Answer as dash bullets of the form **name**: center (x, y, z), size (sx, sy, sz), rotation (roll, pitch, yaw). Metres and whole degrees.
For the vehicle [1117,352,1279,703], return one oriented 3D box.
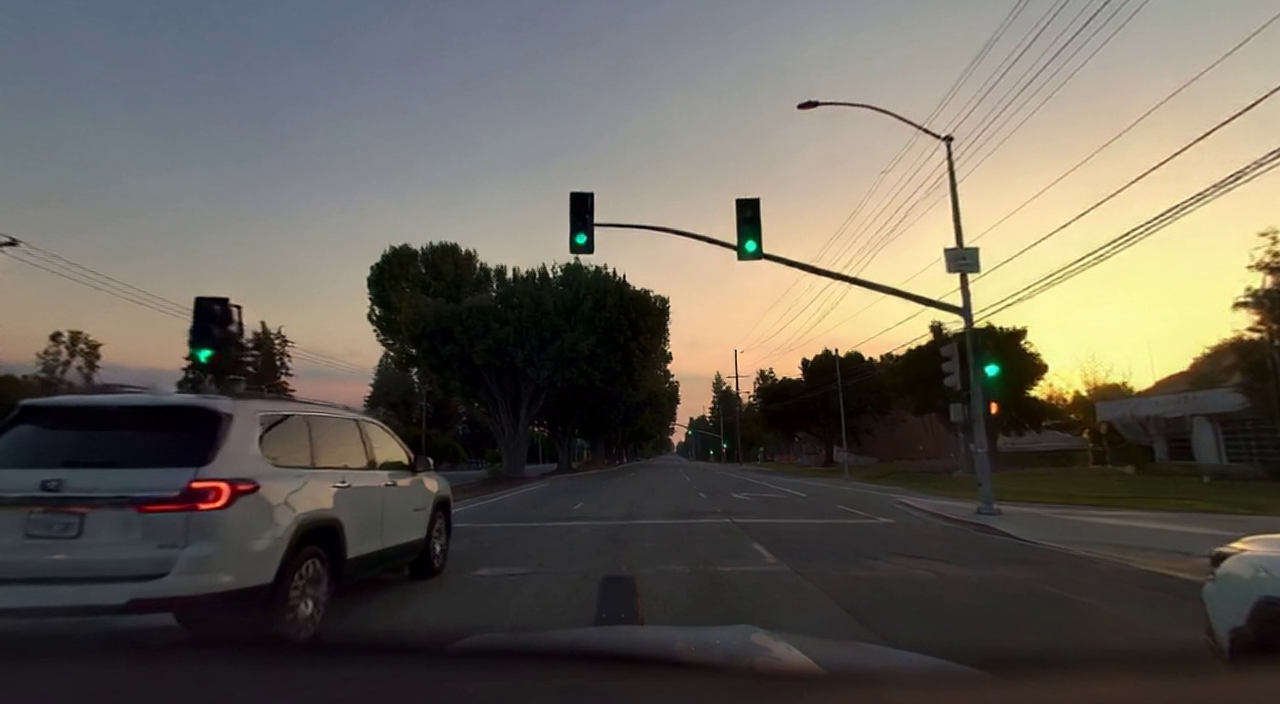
- **vehicle**: center (3.608, 0.652, 1.168), size (2.056, 1.703, 4.305), rotation (0, -9, 0)

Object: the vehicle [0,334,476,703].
- **vehicle**: center (-3.461, 1.287, 5.904), size (2.374, 1.985, 5.391), rotation (0, -9, 0)
